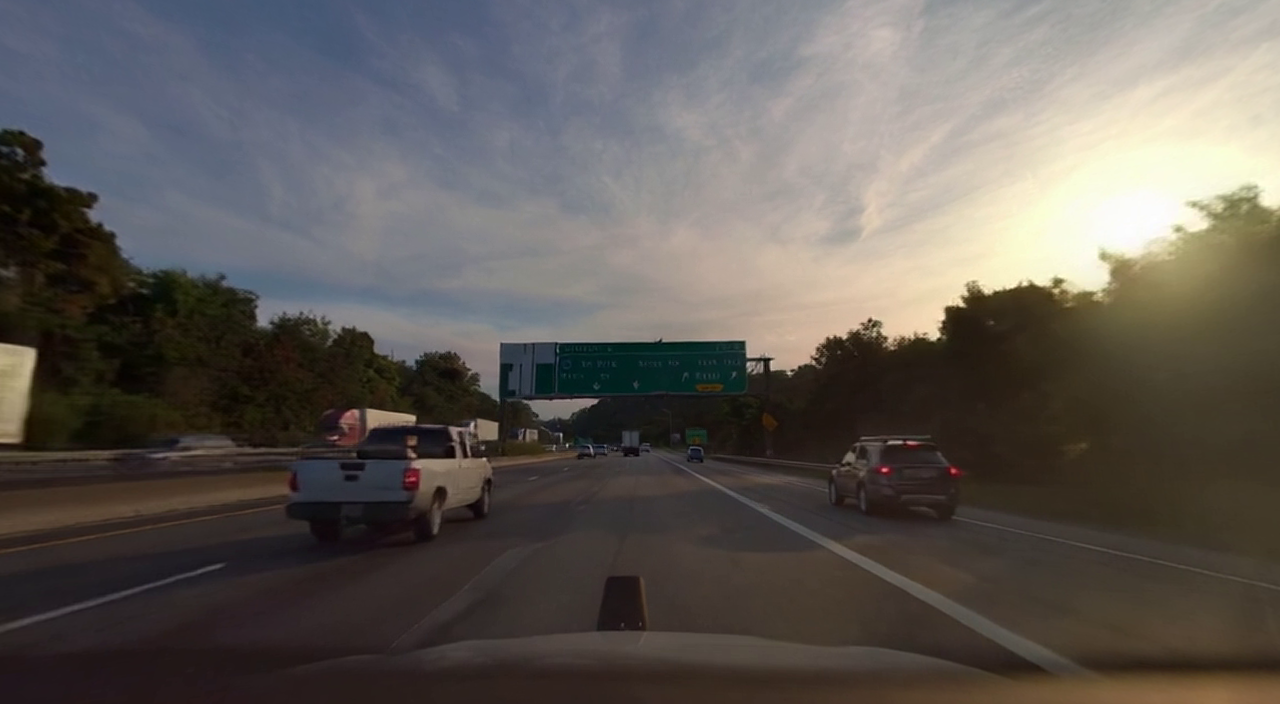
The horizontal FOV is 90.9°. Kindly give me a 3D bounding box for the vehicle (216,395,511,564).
[{"bbox_3d":[-3.722,1.865,9.917,2.220,1.928,5.176,0,-9,1],"label":"vehicle"}]

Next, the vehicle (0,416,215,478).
[{"bbox_3d":[-14.098,2.595,17.113,1.967,1.454,4.432,0,-9,0],"label":"vehicle"}]

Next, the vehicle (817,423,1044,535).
[{"bbox_3d":[5.172,2.326,12.058,2.080,1.725,4.252,1,-9,-4],"label":"vehicle"}]
